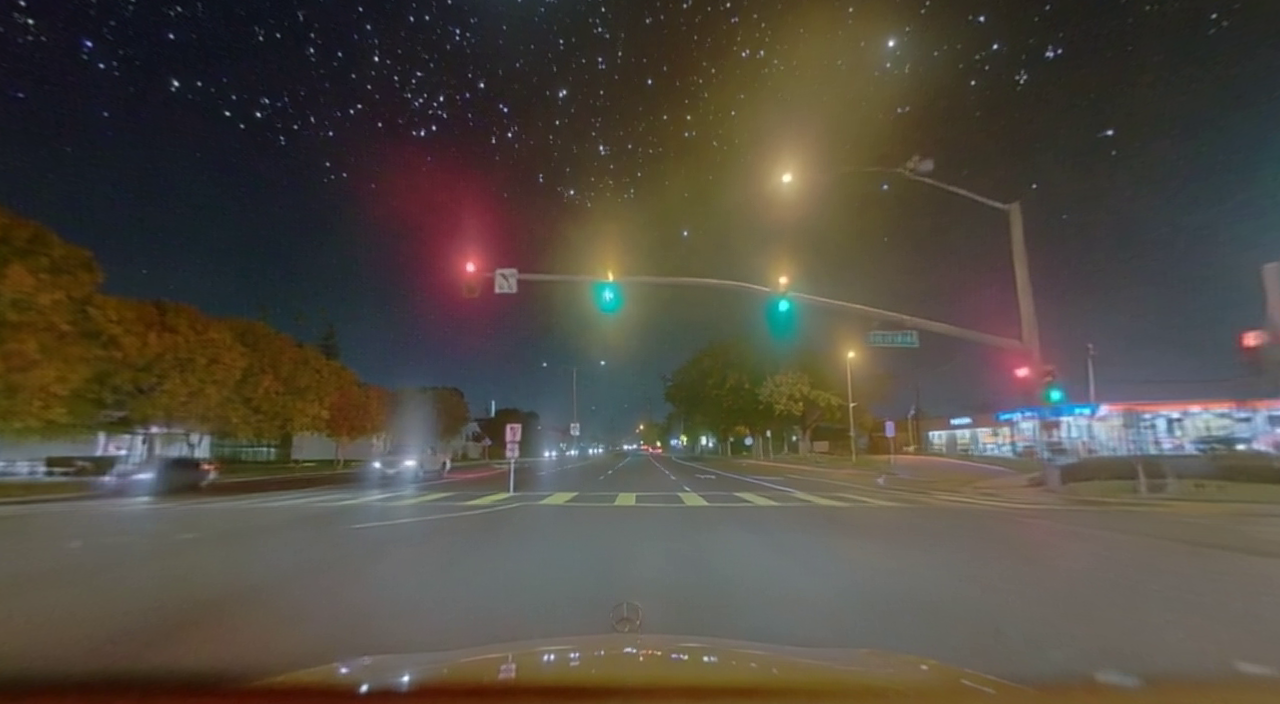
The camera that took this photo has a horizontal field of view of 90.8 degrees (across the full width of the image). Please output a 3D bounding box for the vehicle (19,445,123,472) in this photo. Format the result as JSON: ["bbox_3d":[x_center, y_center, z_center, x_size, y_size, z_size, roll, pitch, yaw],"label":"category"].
[{"bbox_3d":[-43.904,8.207,48.987,2.394,1.887,5.679,-1,-8,6],"label":"vehicle"}]

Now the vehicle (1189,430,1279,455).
[{"bbox_3d":[39.720,6.076,42.220,1.929,1.589,4.430,0,-8,-2],"label":"vehicle"}]

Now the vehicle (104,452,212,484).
[{"bbox_3d":[-25.252,6.090,33.361,1.866,1.486,4.661,0,-8,3],"label":"vehicle"}]

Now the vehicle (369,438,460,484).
[{"bbox_3d":[-8.497,4.175,24.224,1.913,1.478,4.312,-4,-10,0],"label":"vehicle"}]
